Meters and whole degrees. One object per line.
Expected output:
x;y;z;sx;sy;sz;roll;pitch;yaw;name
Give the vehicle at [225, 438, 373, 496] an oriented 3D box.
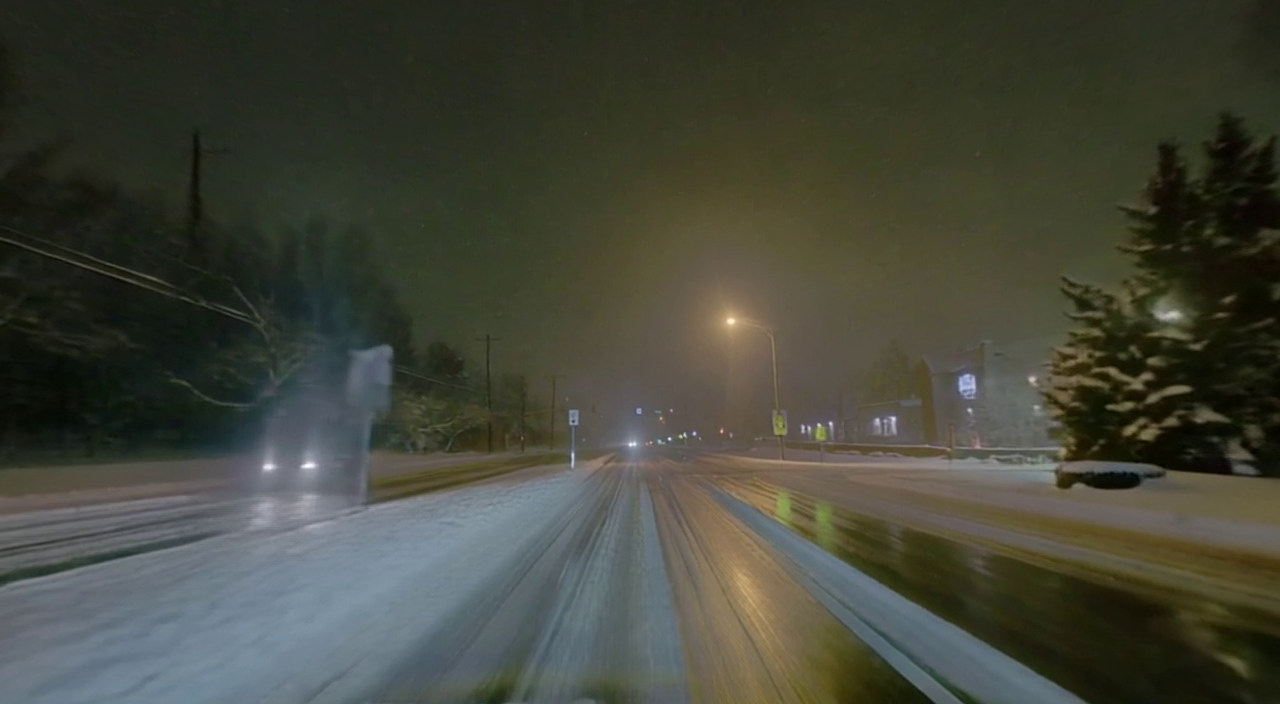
-10.576;3.595;20.175;1.916;1.593;5.012;0;-8;0;vehicle
